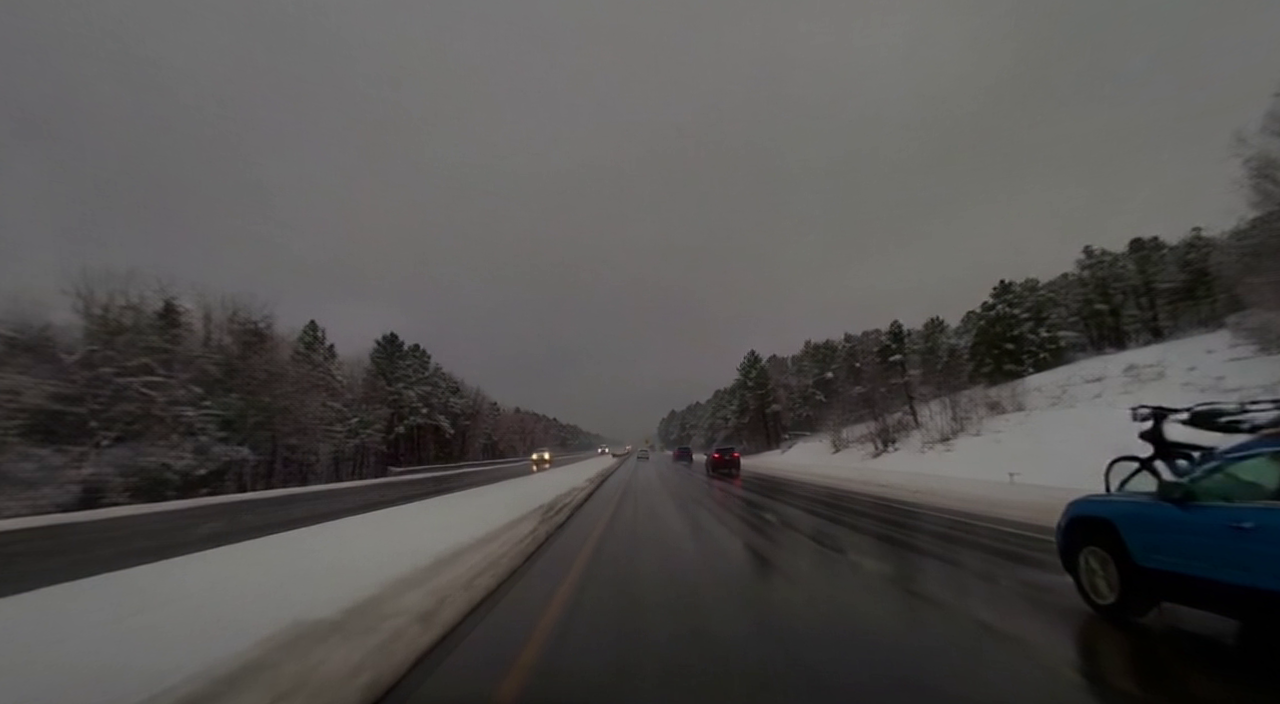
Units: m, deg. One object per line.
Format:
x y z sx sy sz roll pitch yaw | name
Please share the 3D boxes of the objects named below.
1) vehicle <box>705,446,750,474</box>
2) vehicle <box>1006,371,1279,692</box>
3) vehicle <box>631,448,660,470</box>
4.938 6.159 36.131 1.964 1.513 3.707 0 -9 -1 | vehicle
4.225 0.940 3.424 1.978 1.604 4.128 0 -9 1 | vehicle
0.383 7.853 46.364 1.991 1.459 3.769 0 -9 0 | vehicle
